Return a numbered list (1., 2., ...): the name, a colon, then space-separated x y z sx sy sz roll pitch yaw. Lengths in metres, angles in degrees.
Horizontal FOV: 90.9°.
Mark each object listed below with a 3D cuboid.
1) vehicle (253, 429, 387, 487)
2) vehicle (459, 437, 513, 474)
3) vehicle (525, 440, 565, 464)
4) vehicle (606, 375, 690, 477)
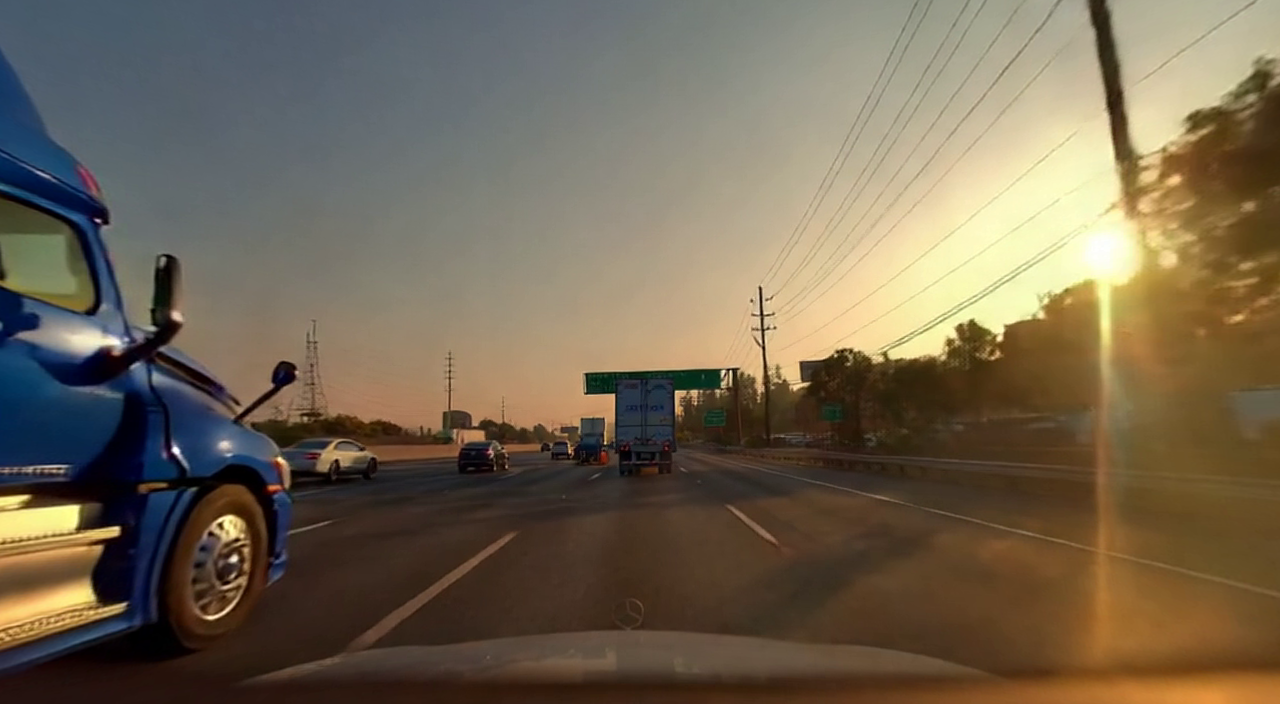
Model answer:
1. vehicle: -10.890 3.643 21.945 2.046 1.779 4.752 0 -9 1
2. vehicle: -6.970 4.694 28.768 1.736 1.580 2.778 0 -9 0
3. vehicle: -5.914 6.284 39.737 1.933 1.459 4.478 0 -9 -1
4. vehicle: 0.222 3.335 27.215 2.941 3.604 9.851 0 -9 -1
